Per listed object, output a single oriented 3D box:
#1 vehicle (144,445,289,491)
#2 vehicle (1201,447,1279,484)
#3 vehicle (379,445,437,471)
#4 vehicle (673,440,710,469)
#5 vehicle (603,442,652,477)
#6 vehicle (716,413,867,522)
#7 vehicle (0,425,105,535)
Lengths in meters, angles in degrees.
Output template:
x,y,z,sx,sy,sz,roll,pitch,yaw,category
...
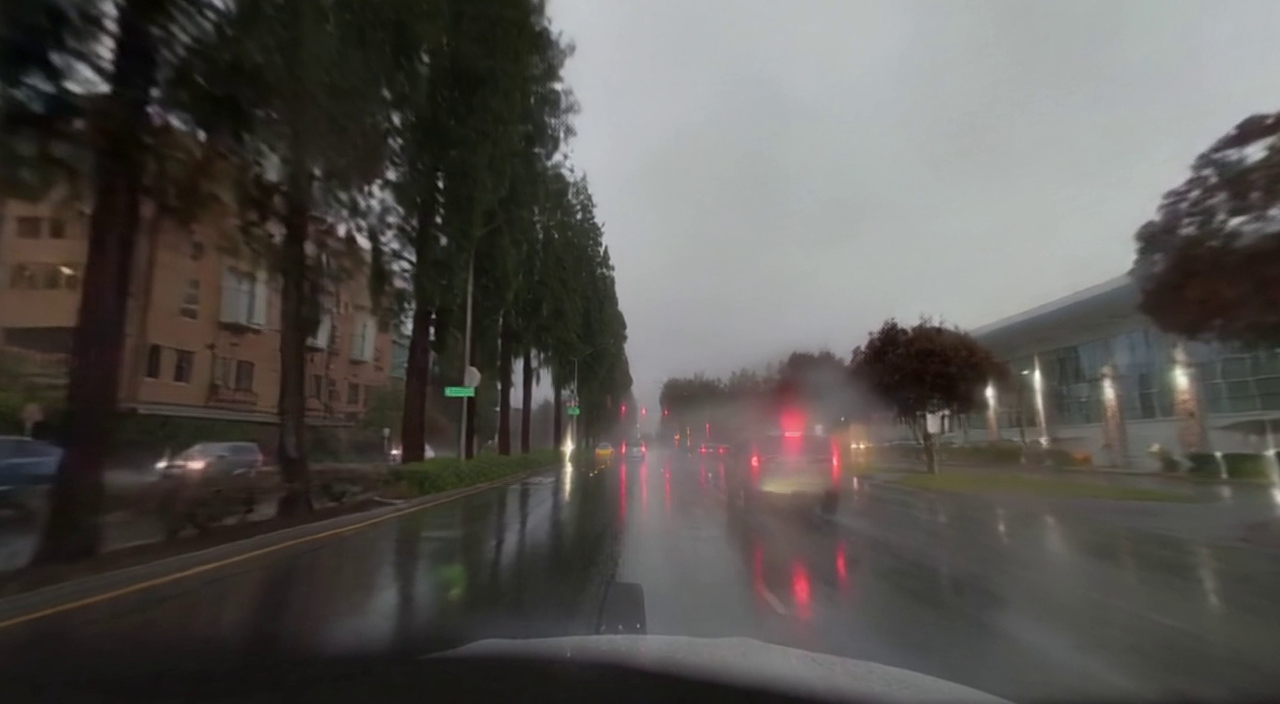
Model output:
x,y,z,sx,sy,sz,roll,pitch,yaw,category
-15.240,4.173,23.123,1.993,1.465,4.761,-1,-9,0,vehicle
29.214,5.230,29.411,1.912,1.598,4.602,-1,-9,0,vehicle
-14.517,6.653,39.853,1.913,1.477,4.470,-1,-9,1,vehicle
3.217,6.480,40.080,1.922,1.708,4.126,0,-9,-1,vehicle
-0.577,4.952,29.331,2.119,1.460,3.847,0,-9,0,vehicle
2.972,2.391,13.516,2.035,1.940,4.299,0,-9,-1,vehicle
-11.530,1.920,9.182,2.496,1.750,5.670,-1,-9,1,vehicle
